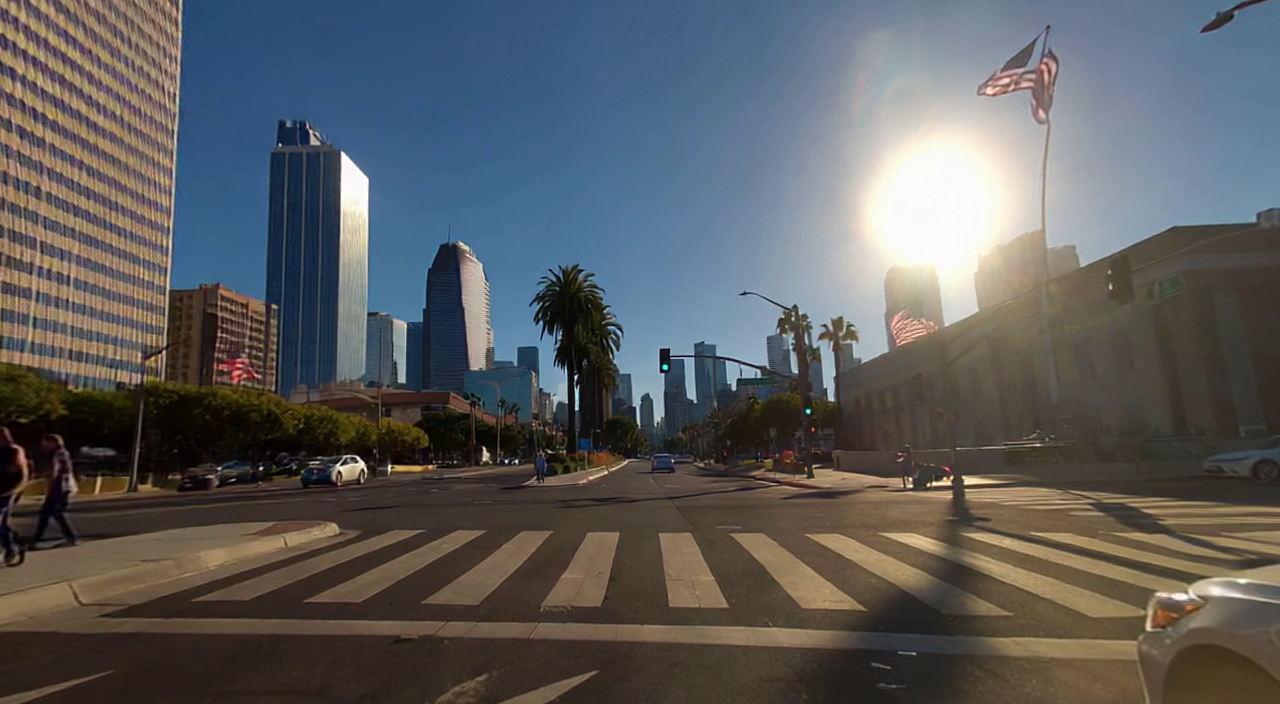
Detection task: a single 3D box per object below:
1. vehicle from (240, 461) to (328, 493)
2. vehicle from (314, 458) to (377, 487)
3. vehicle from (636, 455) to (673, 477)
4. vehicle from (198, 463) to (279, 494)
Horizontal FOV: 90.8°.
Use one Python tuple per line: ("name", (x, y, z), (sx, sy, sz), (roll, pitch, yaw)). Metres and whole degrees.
("vehicle", (-19.910, 6.986, 35.651), (2.069, 1.540, 4.774), (0, -8, 2))
("vehicle", (-20.173, 8.264, 43.491), (2.043, 1.745, 4.420), (-1, -9, 2))
("vehicle", (1.042, 8.629, 47.949), (2.000, 1.525, 4.273), (1, -9, -10))
("vehicle", (-23.226, 7.311, 36.737), (2.061, 1.534, 4.138), (0, -8, -2))
